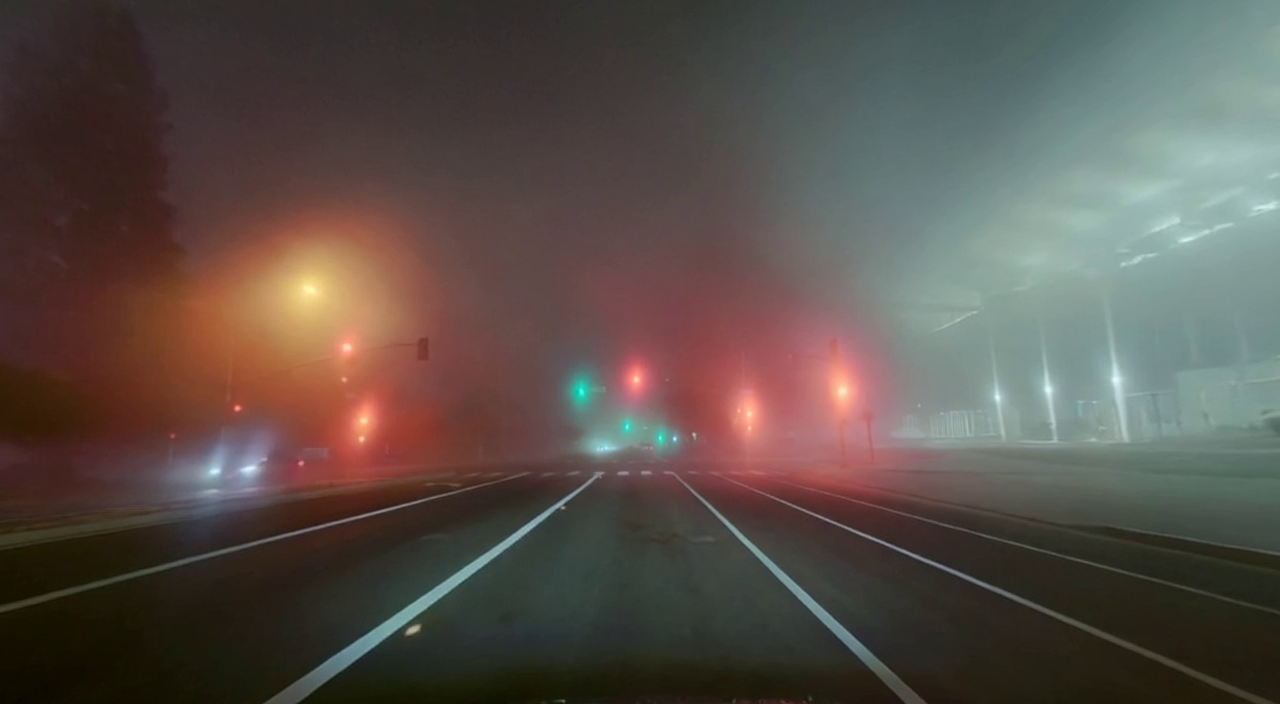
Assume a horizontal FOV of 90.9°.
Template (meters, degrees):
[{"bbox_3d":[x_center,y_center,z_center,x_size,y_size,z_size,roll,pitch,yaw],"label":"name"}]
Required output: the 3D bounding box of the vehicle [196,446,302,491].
[{"bbox_3d":[-16.262,4.818,26.505,1.999,1.710,4.228,1,-8,-6],"label":"vehicle"}]
